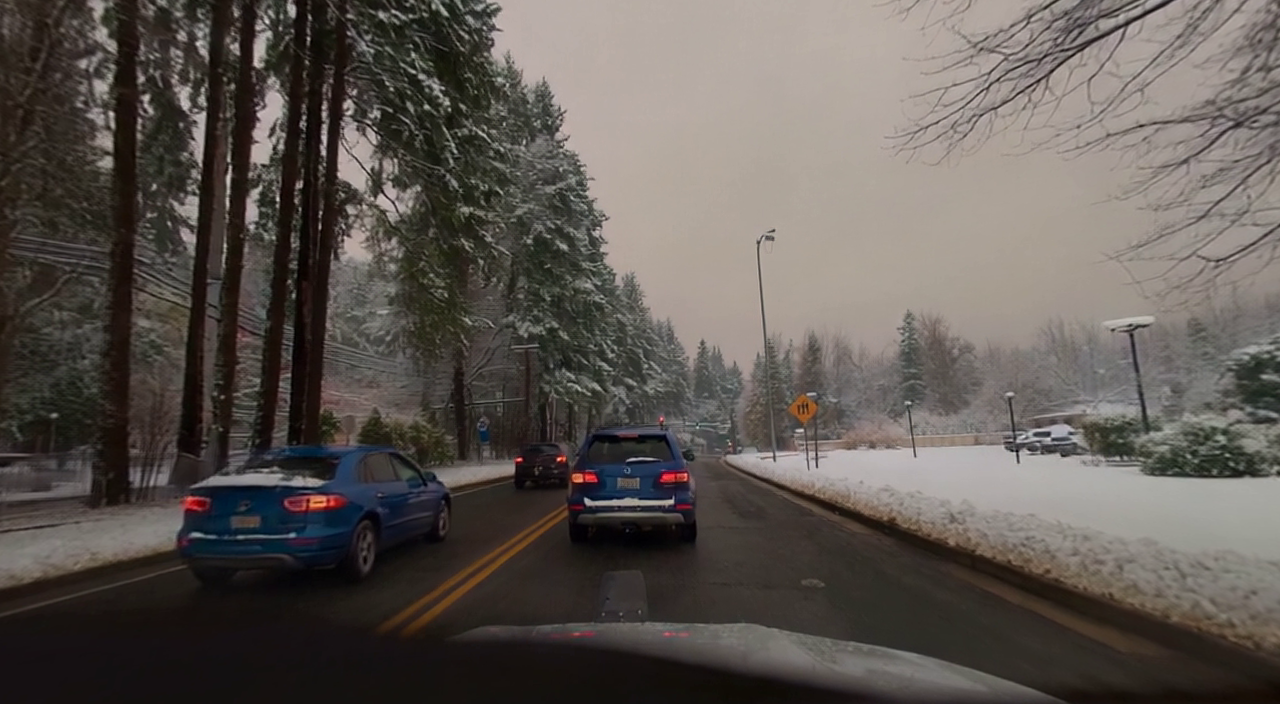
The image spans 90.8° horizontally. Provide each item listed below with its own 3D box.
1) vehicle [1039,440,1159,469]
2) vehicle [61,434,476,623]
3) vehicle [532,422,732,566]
[{"bbox_3d":[28.319,6.310,39.084,5.955,1.702,2.166,1,-8,-6],"label":"vehicle"},{"bbox_3d":[-3.531,1.717,7.257,1.922,1.464,4.424,0,-8,3],"label":"vehicle"},{"bbox_3d":[-0.079,1.881,9.083,2.229,1.591,3.897,0,-8,0],"label":"vehicle"}]
